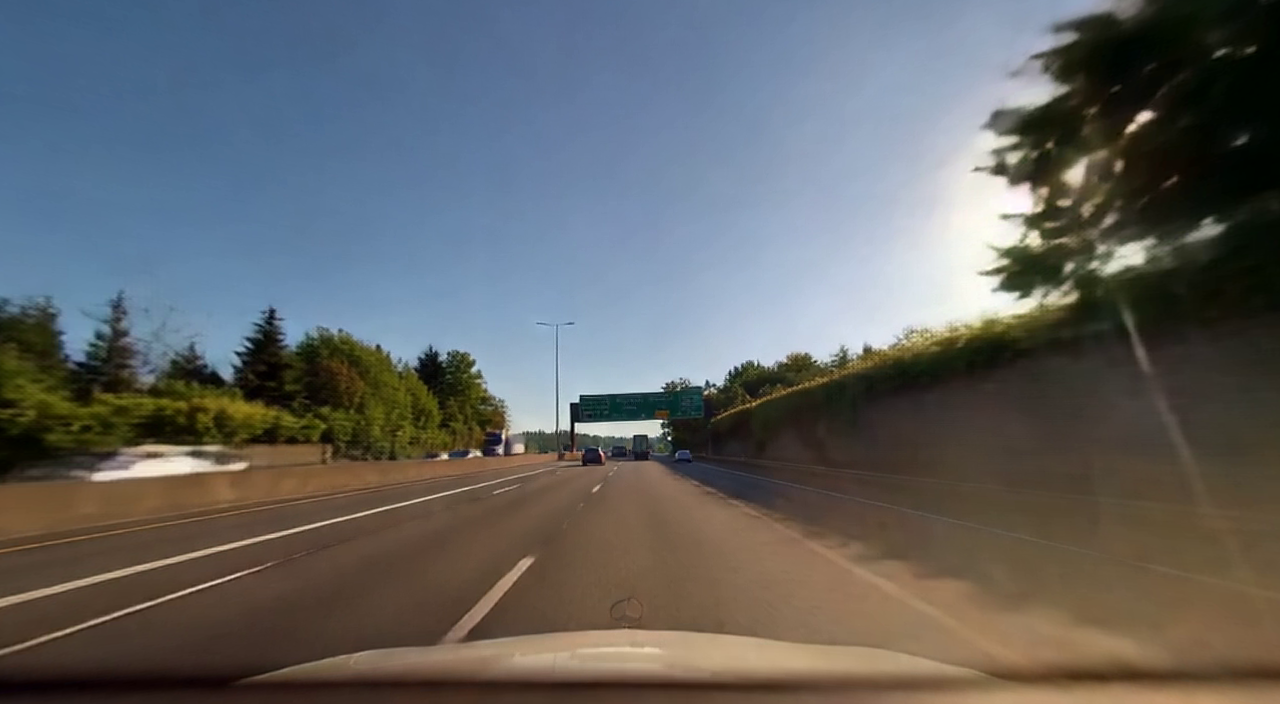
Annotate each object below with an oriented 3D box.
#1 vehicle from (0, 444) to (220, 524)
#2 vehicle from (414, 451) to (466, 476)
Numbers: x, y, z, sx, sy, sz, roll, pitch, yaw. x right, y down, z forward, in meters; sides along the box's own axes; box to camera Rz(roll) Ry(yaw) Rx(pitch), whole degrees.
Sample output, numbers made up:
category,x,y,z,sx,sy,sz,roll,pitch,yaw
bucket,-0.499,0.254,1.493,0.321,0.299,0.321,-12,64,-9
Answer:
category,x,y,z,sx,sy,sz,roll,pitch,yaw
vehicle,-12.063,2.874,14.363,2.010,1.524,4.377,0,-9,0
vehicle,-12.245,6.828,38.888,1.781,1.426,4.265,0,-9,1
